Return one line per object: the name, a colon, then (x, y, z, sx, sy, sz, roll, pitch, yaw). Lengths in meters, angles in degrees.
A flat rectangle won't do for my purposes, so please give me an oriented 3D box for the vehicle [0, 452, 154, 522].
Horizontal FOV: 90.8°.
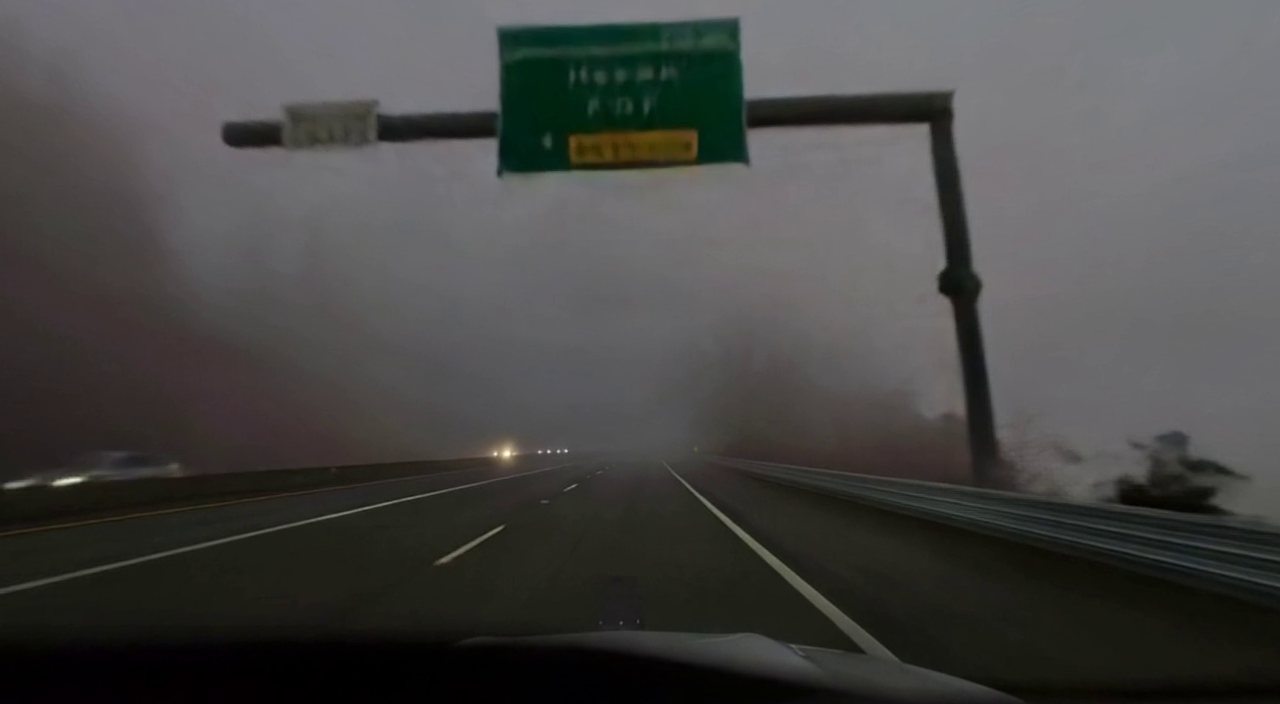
vehicle: (-13.775, 3.048, 14.656, 1.704, 1.396, 4.014, -1, -9, 1)
